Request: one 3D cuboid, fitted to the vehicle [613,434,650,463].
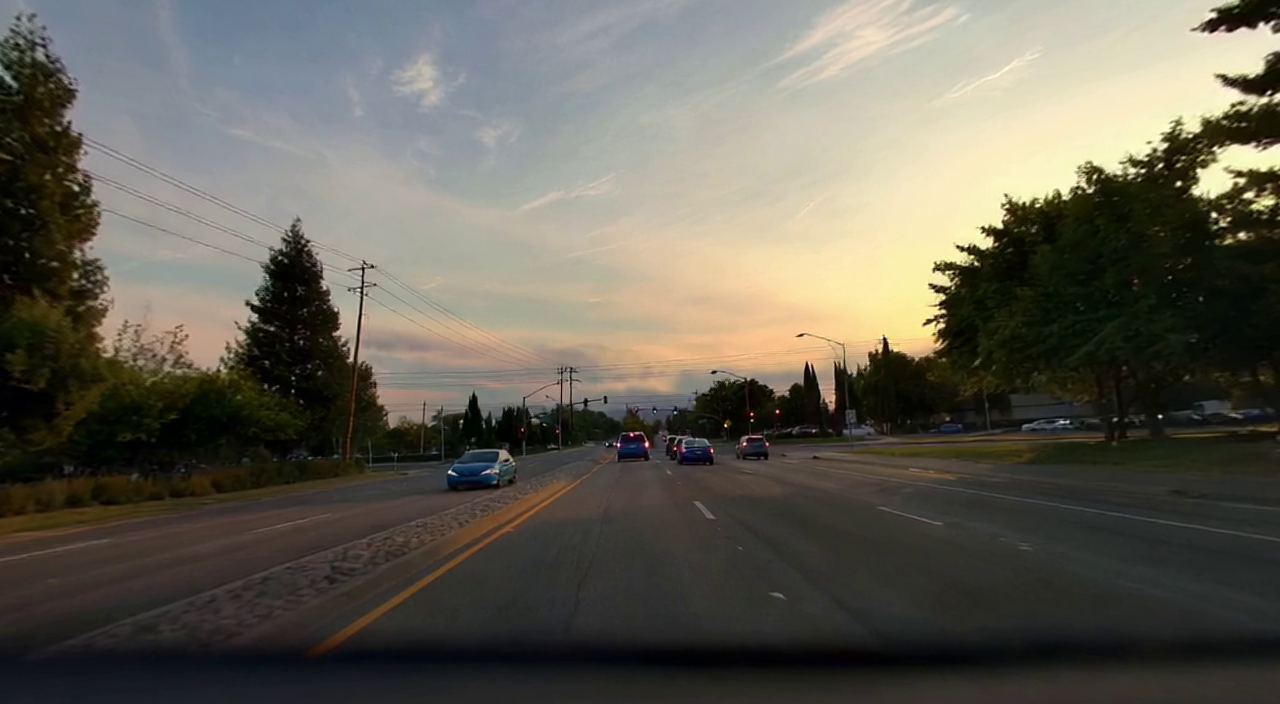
[{"bbox_3d":[-0.533,6.412,42.185,2.300,1.821,4.254,0,-9,0],"label":"vehicle"}]

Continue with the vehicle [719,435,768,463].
[{"bbox_3d":[6.524,6.177,40.386,2.198,1.678,4.419,0,-9,-2],"label":"vehicle"}]

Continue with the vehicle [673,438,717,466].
[{"bbox_3d":[2.993,5.563,35.290,1.984,1.462,4.513,0,-9,-1],"label":"vehicle"}]

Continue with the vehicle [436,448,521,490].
[{"bbox_3d":[-6.179,4.507,24.780,2.157,1.483,4.397,0,-9,1],"label":"vehicle"}]

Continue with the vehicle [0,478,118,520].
[{"bbox_3d":[-26.813,6.761,29.300,3.647,1.670,1.716,5,-10,-31],"label":"vehicle"}]
